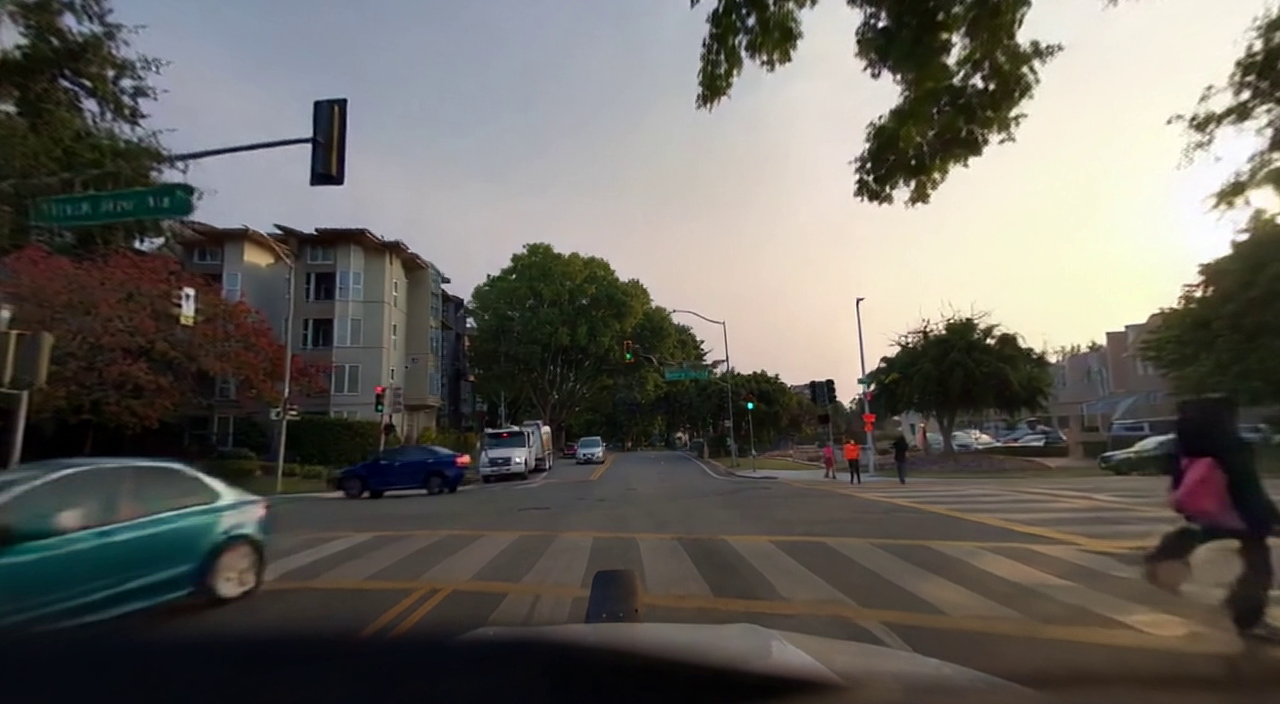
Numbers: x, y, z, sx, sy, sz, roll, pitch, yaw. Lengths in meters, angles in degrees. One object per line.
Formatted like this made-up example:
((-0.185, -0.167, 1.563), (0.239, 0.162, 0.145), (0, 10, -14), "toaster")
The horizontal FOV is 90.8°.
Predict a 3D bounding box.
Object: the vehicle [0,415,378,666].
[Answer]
((-4.829, 1.450, 5.587), (1.979, 1.630, 4.771), (-2, -9, 16), "vehicle")

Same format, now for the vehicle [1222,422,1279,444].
((46.174, 5.989, 46.608), (4.562, 1.603, 1.816), (0, -8, 0), "vehicle")

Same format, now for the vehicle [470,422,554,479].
((-6.378, 5.067, 32.701), (2.896, 2.560, 7.322), (0, -8, -1), "vehicle")

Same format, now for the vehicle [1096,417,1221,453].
((33.387, 5.397, 40.802), (5.969, 2.225, 2.458), (0, -9, -3), "vehicle")

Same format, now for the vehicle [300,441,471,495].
((-7.850, 3.614, 19.829), (4.497, 1.579, 1.952), (0, -9, -1), "vehicle")

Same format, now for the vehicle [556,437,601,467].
((-3.685, 6.106, 38.865), (2.302, 1.708, 4.764), (0, -9, 0), "vehicle")

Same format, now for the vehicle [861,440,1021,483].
((11.235, 4.085, 23.828), (5.158, 1.470, 2.012), (-4, -10, 26), "vehicle")
